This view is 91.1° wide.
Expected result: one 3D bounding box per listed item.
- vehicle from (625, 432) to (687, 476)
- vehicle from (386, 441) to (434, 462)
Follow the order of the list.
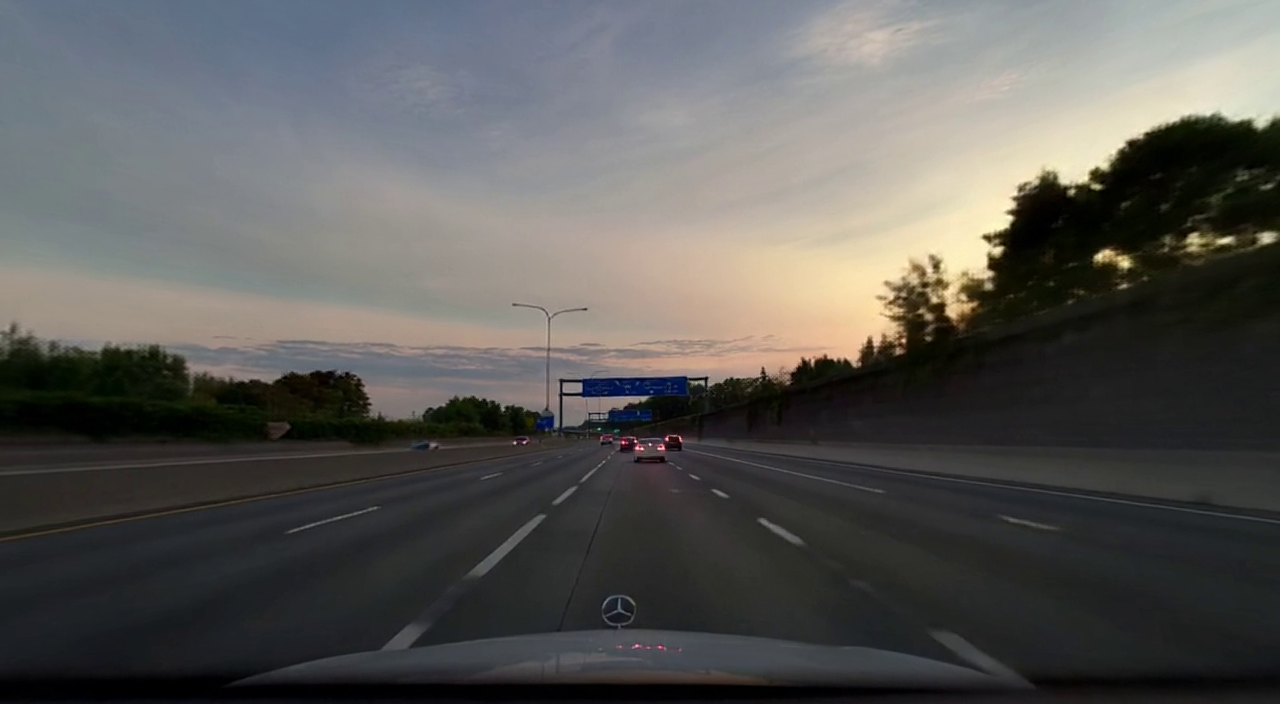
[{"bbox_3d":[0.506,3.728,23.281,2.046,1.467,3.844,0,-8,-2],"label":"vehicle"},{"bbox_3d":[-18.055,7.812,49.498,1.997,1.480,4.709,0,-8,0],"label":"vehicle"}]
